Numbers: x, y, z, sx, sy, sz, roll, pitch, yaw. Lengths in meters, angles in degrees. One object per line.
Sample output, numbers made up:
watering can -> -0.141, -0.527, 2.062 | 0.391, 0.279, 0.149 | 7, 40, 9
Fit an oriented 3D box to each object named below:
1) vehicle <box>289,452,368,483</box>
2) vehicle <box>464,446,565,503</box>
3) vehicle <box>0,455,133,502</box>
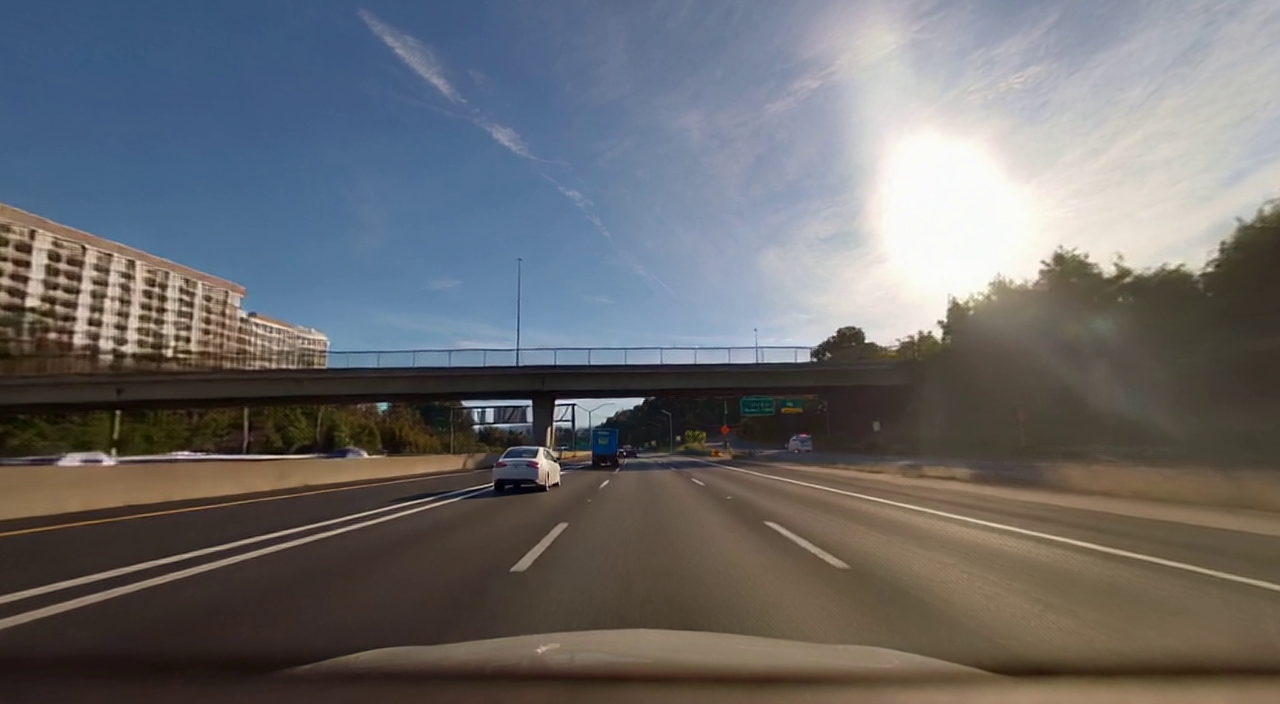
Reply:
vehicle -> -15.774, 5.852, 32.148 | 1.845, 1.479, 4.108 | 0, -9, 1
vehicle -> -3.592, 3.606, 18.964 | 2.039, 1.478, 4.483 | 0, -9, 1
vehicle -> -20.115, 4.326, 21.837 | 1.790, 1.450, 3.815 | 0, -9, 1
